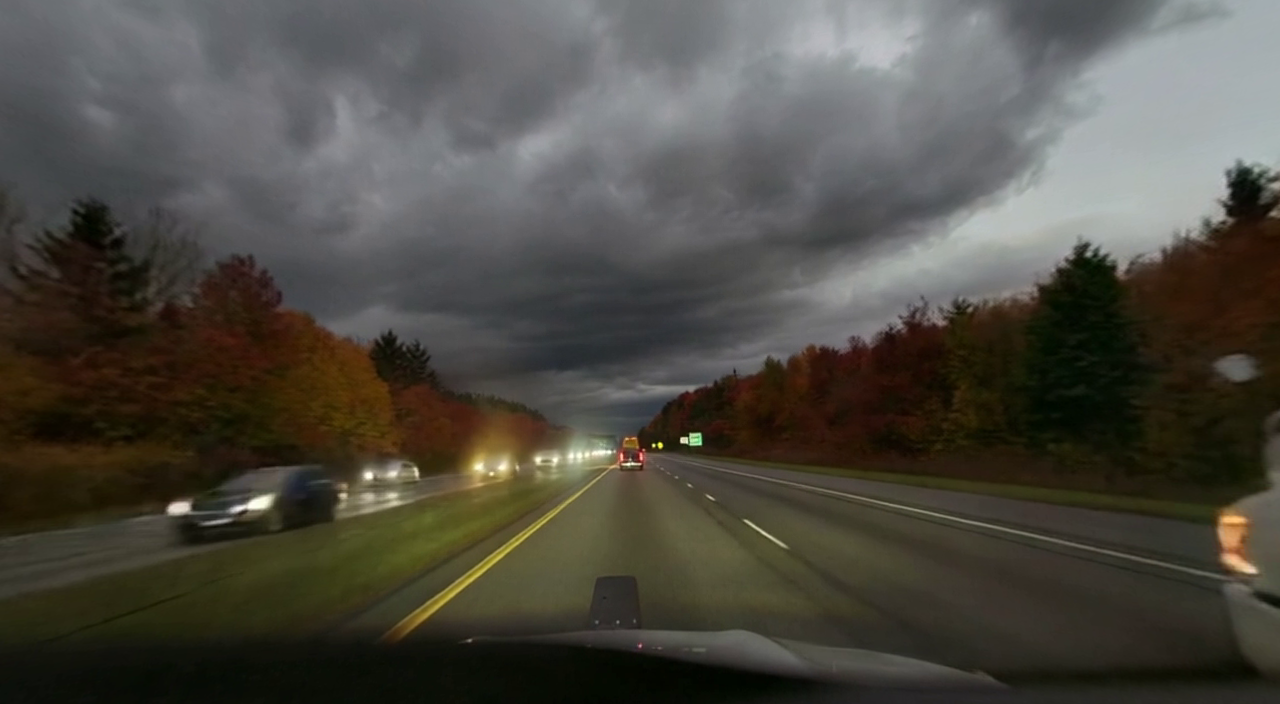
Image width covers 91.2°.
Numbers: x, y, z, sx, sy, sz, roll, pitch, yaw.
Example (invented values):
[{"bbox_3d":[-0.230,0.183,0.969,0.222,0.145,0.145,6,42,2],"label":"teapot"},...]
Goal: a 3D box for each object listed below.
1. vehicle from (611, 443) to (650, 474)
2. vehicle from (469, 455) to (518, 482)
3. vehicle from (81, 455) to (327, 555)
[{"bbox_3d":[-0.556,6.264,36.974,2.168,1.705,4.272,-1,-9,-1],"label":"vehicle"},{"bbox_3d":[-9.120,7.312,39.463,1.933,1.527,4.642,-1,-9,0],"label":"vehicle"},{"bbox_3d":[-8.717,3.040,13.168,1.991,1.650,4.391,-1,-9,0],"label":"vehicle"}]
